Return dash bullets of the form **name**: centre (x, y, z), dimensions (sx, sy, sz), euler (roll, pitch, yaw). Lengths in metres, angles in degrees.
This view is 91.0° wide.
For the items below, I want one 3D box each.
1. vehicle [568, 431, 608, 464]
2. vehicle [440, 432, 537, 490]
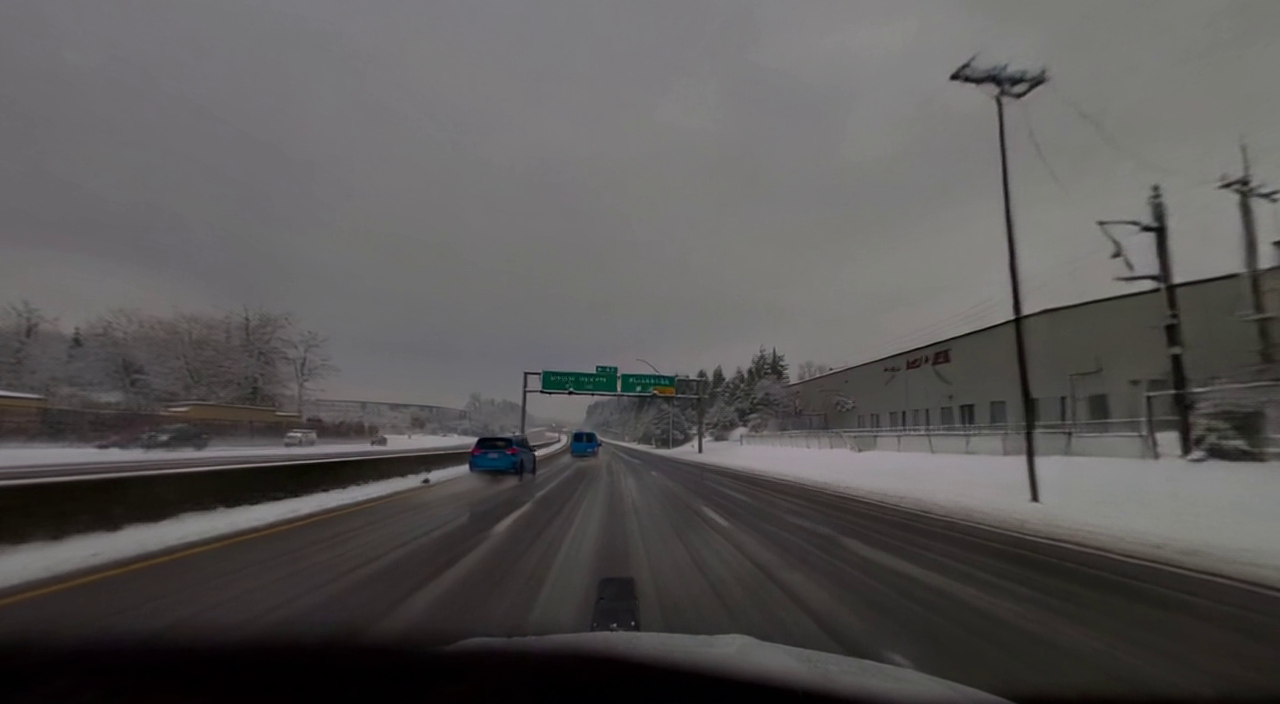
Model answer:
- **vehicle**: centre (-3.153, 5.928, 39.159), dimensions (2.260, 1.901, 4.665), euler (0, -8, -2)
- **vehicle**: centre (-4.473, 3.262, 19.249), dimensions (2.045, 1.547, 4.162), euler (0, -8, -2)
